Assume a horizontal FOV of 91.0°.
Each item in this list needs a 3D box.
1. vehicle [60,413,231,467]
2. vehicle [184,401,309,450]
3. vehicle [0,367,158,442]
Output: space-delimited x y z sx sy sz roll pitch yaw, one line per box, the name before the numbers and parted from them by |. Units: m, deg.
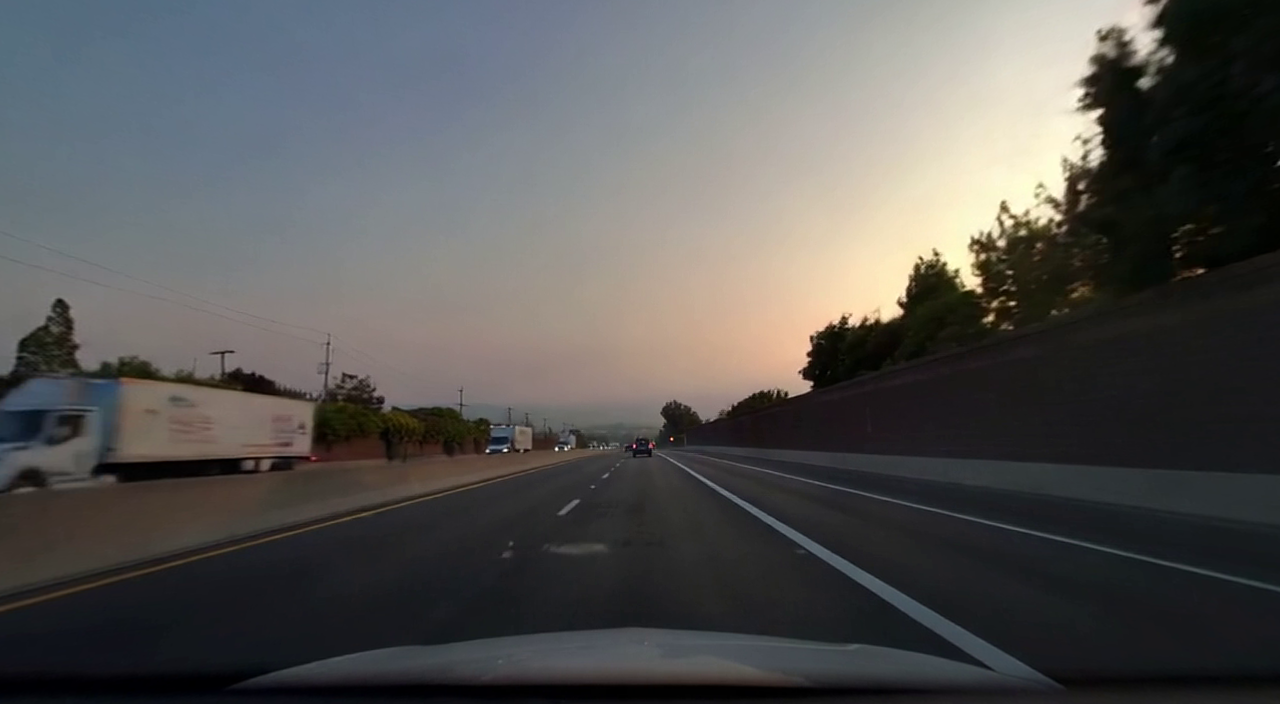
vehicle | -18.017 3.278 23.358 2.169 1.756 5.078 0 -8 1
vehicle | -18.131 3.507 29.411 2.087 2.096 5.564 0 -8 2
vehicle | -18.229 1.757 19.247 2.301 1.979 5.870 0 -8 0
